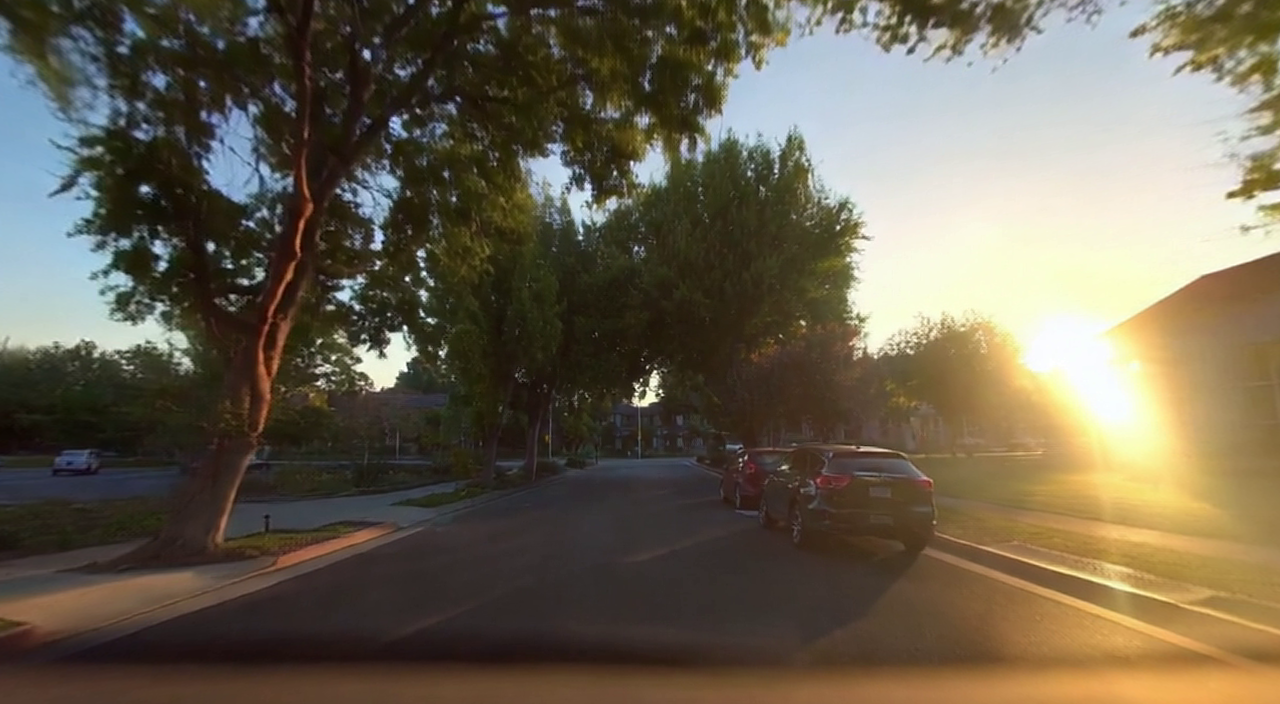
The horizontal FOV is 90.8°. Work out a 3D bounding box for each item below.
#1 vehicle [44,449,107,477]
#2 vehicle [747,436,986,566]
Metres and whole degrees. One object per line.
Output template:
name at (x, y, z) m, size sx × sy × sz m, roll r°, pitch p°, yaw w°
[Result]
vehicle at (-36.967, 7.222, 41.337) m, size 4.157 × 1.687 × 2.419 m, roll -8°, pitch -13°, yaw 41°
vehicle at (3.100, 2.153, 9.913) m, size 2.064 × 1.532 × 4.596 m, roll 0°, pitch -9°, yaw 0°
